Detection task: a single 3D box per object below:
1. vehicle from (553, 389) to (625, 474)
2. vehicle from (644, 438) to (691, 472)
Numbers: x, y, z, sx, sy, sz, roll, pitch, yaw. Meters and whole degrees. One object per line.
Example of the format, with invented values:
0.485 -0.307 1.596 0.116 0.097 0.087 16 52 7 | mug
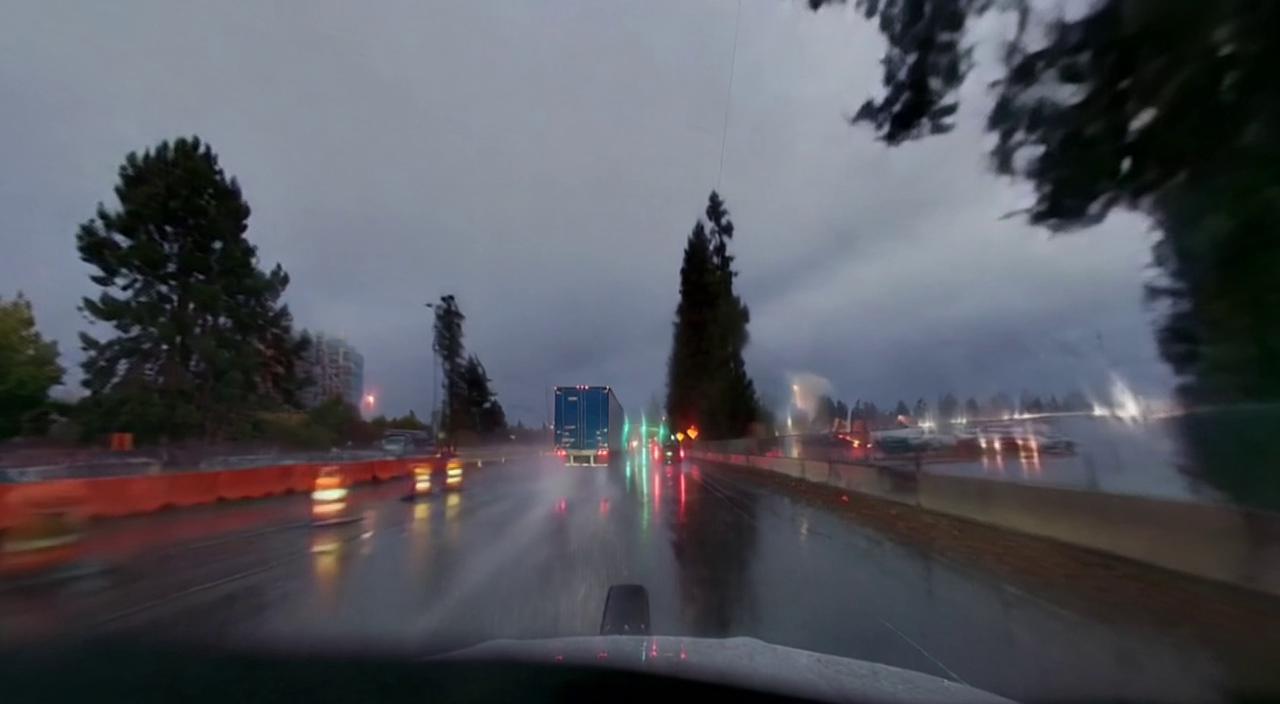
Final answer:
-2.662 4.987 38.691 2.906 4.115 15.715 0 -8 1 | vehicle
1.386 5.470 33.751 2.304 1.675 4.462 0 -8 0 | vehicle
